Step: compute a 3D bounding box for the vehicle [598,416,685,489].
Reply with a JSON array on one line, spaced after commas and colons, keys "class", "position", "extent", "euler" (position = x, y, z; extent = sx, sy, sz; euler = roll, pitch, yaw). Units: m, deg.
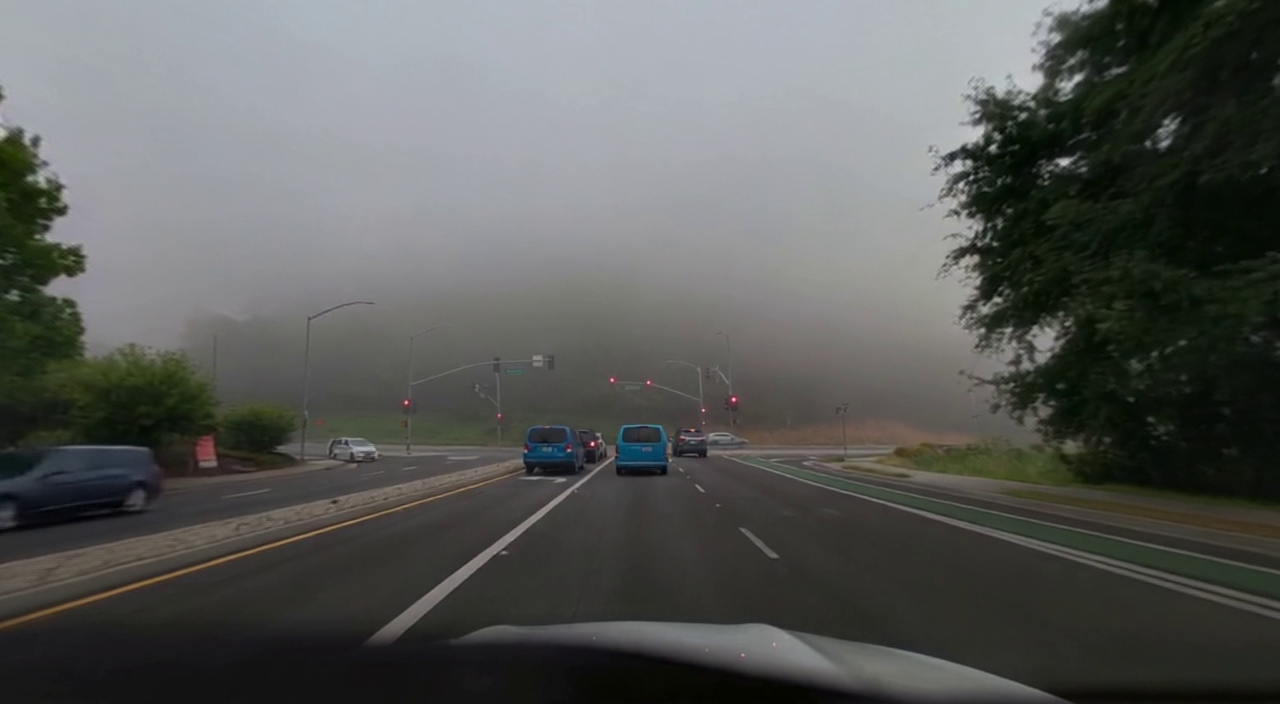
[{"class": "vehicle", "position": [0.093, 2.854, 18.117], "extent": [2.185, 1.822, 4.391], "euler": [0, -8, 2]}]

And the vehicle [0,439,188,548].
[{"class": "vehicle", "position": [-9.869, 2.181, 10.229], "extent": [1.991, 1.469, 4.596], "euler": [1, -9, -5]}]

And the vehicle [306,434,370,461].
[{"class": "vehicle", "position": [-20.989, 6.644, 43.721], "extent": [4.717, 1.754, 2.053], "euler": [-7, -11, 39]}]

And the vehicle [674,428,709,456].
[{"class": "vehicle", "position": [3.263, 5.777, 40.430], "extent": [1.817, 1.662, 3.843], "euler": [0, -8, -1]}]

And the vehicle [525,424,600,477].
[{"class": "vehicle", "position": [-2.770, 3.679, 23.699], "extent": [2.131, 1.783, 4.540], "euler": [0, -8, 2]}]
